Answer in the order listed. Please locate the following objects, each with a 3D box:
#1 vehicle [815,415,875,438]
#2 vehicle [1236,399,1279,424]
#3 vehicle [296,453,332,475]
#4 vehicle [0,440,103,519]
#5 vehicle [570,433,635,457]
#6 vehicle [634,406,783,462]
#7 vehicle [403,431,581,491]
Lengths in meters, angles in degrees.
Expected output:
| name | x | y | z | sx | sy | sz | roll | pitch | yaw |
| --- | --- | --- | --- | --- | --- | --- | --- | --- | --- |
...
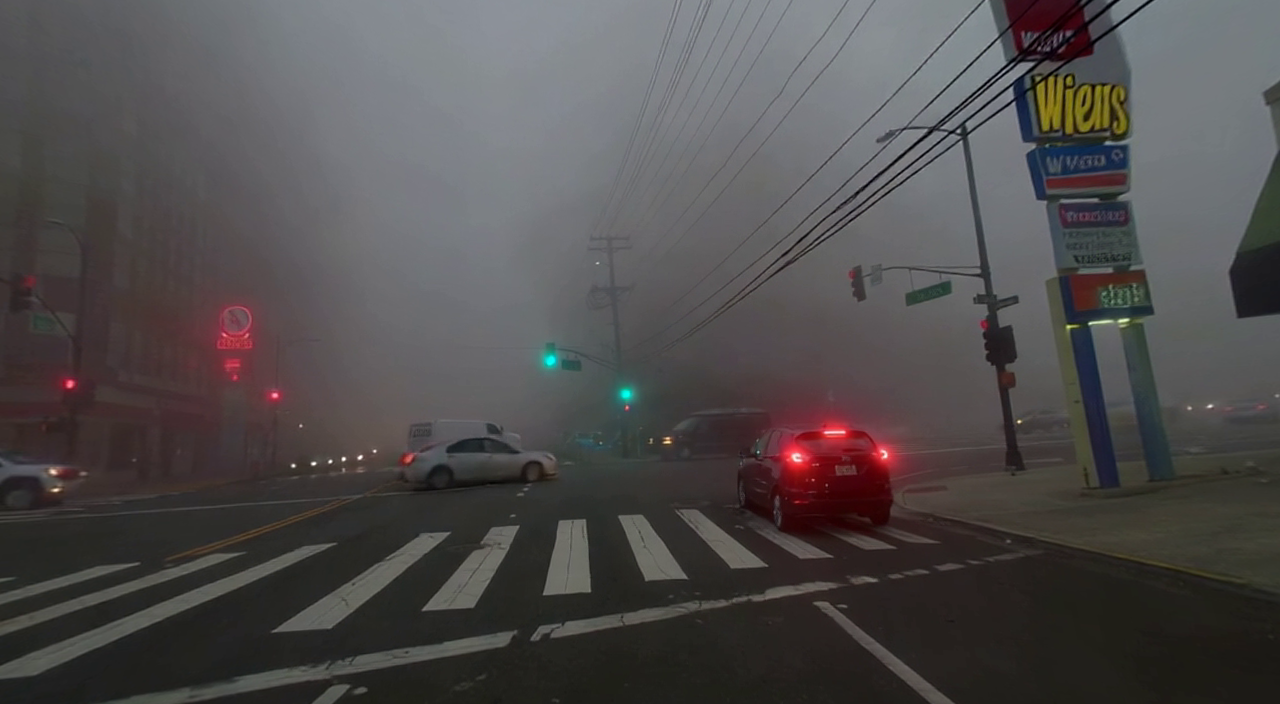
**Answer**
| name | x | y | z | sx | sy | sz | roll | pitch | yaw |
| --- | --- | --- | --- | --- | --- | --- | --- | --- | --- |
| vehicle | 16.050 | 5.830 | 49.447 | 4.589 | 1.730 | 1.801 | 3 | -10 | -31 |
| vehicle | 40.893 | 3.891 | 40.907 | 4.499 | 1.524 | 1.784 | 3 | -9 | -27 |
| vehicle | -23.398 | 7.985 | 45.232 | 1.942 | 1.413 | 4.229 | 5 | -9 | -30 |
| vehicle | -15.662 | 2.963 | 14.776 | 4.292 | 1.761 | 2.105 | 5 | -10 | -30 |
| vehicle | -2.795 | 6.830 | 46.361 | 4.591 | 1.686 | 1.816 | 1 | -9 | -11 |
| vehicle | 2.762 | 3.306 | 25.154 | 5.588 | 1.985 | 2.374 | 5 | -10 | -32 |
| vehicle | -4.049 | 2.959 | 17.501 | 4.433 | 1.453 | 1.804 | 4 | -10 | -29 |
